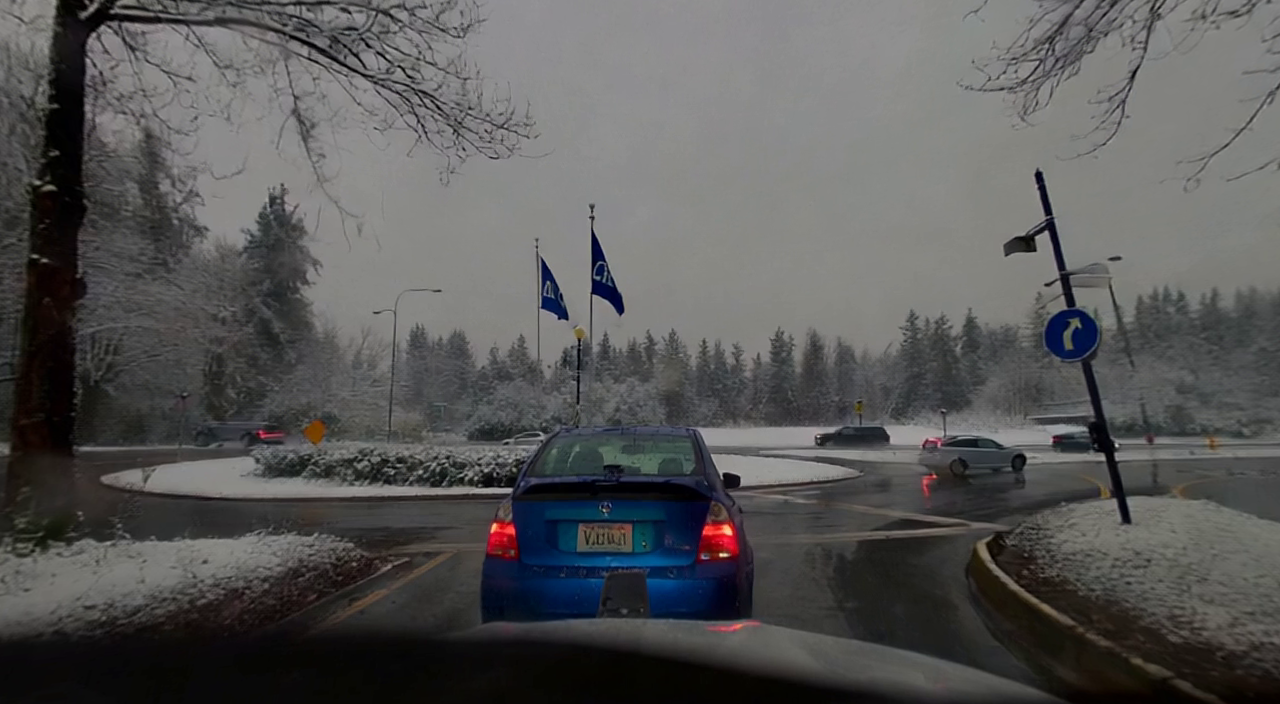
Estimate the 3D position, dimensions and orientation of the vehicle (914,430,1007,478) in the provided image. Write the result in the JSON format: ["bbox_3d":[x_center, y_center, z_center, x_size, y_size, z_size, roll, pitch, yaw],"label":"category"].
[{"bbox_3d":[12.669,3.984,24.783,2.132,1.691,4.485,-8,-12,40],"label":"vehicle"}]

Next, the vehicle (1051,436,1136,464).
[{"bbox_3d":[24.839,5.369,34.496,4.147,1.475,1.850,4,-10,-25],"label":"vehicle"}]

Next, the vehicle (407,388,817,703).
[{"bbox_3d":[-0.066,1.318,5.283,2.078,1.607,4.010,-1,-9,3],"label":"vehicle"}]
